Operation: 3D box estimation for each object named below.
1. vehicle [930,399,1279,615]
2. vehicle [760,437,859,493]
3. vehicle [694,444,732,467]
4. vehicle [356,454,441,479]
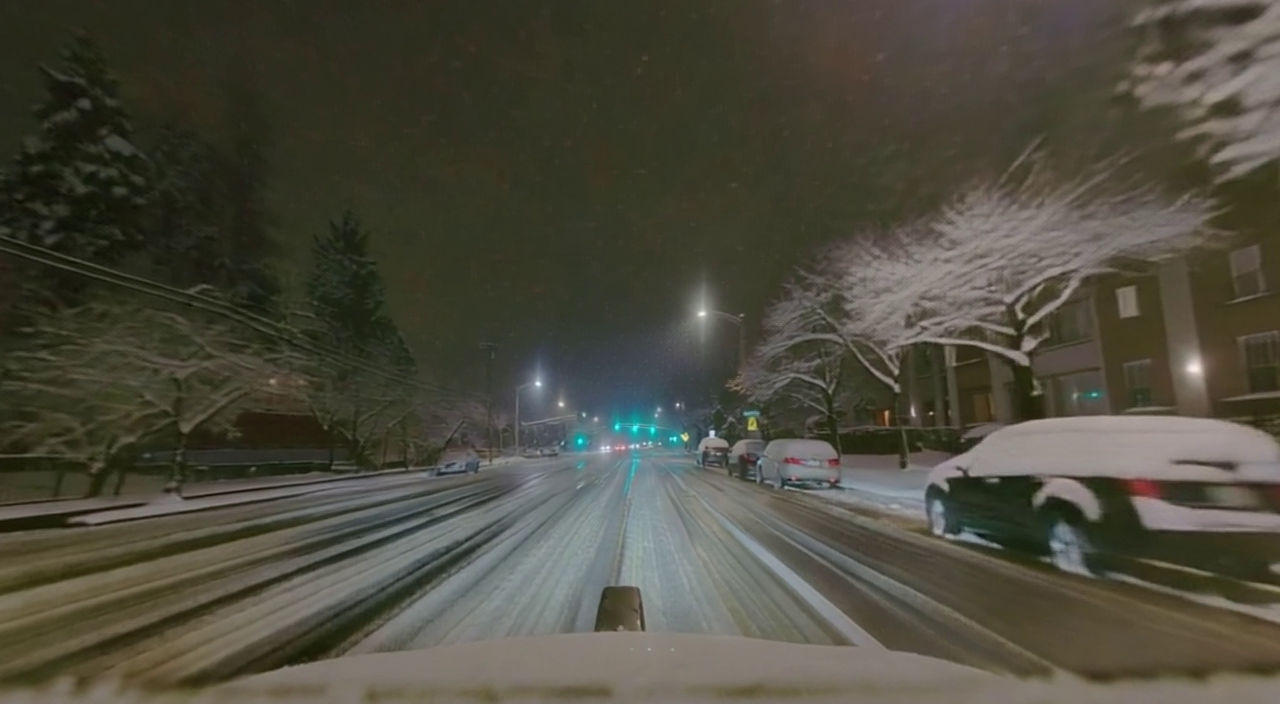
[{"bbox_3d":[5.316,1.535,7.176,1.990,1.694,4.179,0,-8,-1],"label":"vehicle"},{"bbox_3d":[5.139,3.460,19.721,1.837,1.532,3.886,0,-8,-3],"label":"vehicle"},{"bbox_3d":[4.841,6.873,42.293,1.935,1.433,4.241,0,-8,-1],"label":"vehicle"},{"bbox_3d":[-15.868,7.540,41.714,4.826,1.491,2.086,0,-8,-3],"label":"vehicle"}]
